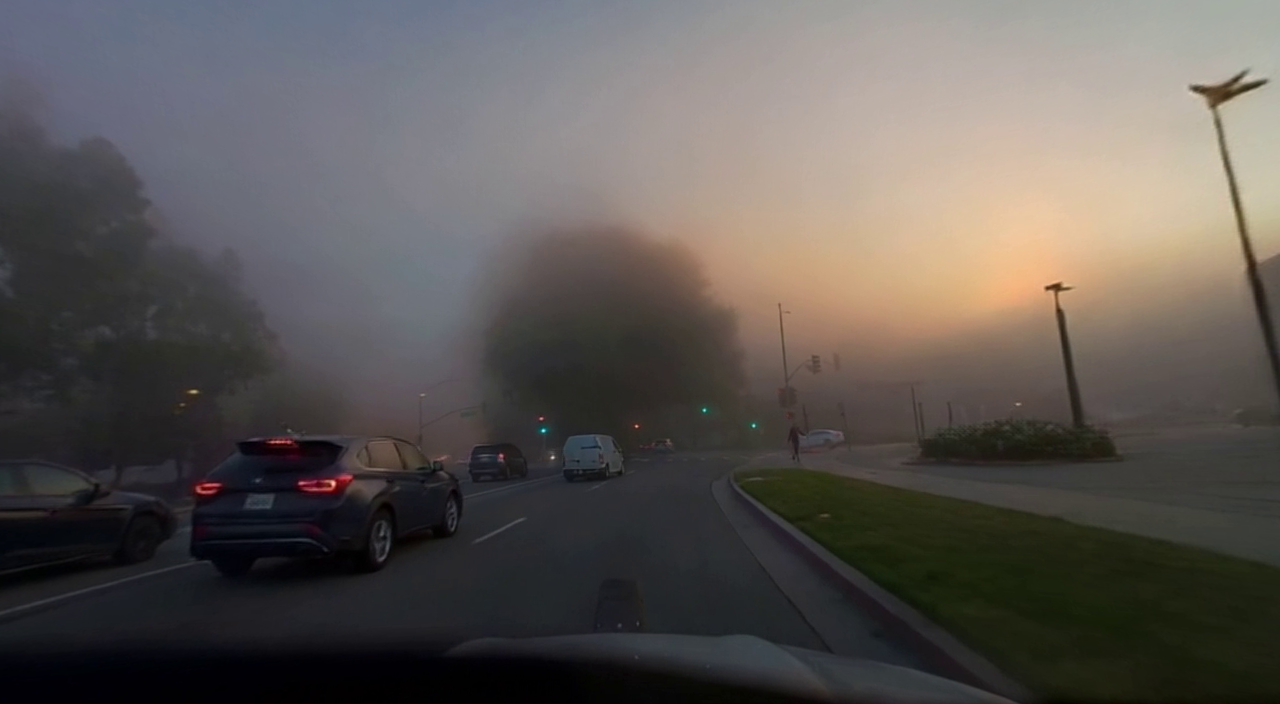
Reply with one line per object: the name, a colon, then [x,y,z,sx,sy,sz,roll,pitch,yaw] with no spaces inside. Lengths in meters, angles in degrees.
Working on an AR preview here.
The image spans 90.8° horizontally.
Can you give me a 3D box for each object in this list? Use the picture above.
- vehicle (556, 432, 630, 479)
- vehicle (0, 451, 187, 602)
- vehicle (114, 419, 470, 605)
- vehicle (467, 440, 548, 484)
vehicle: [-1.921,4.470,27.427,2.167,1.832,4.679,-2,-9,9]
vehicle: [-7.705,1.958,7.258,1.974,1.558,3.949,-2,-9,2]
vehicle: [-3.822,1.787,8.006,2.002,1.664,4.113,-2,-8,3]
vehicle: [-5.827,4.914,28.459,2.160,1.779,4.549,-2,-9,8]
